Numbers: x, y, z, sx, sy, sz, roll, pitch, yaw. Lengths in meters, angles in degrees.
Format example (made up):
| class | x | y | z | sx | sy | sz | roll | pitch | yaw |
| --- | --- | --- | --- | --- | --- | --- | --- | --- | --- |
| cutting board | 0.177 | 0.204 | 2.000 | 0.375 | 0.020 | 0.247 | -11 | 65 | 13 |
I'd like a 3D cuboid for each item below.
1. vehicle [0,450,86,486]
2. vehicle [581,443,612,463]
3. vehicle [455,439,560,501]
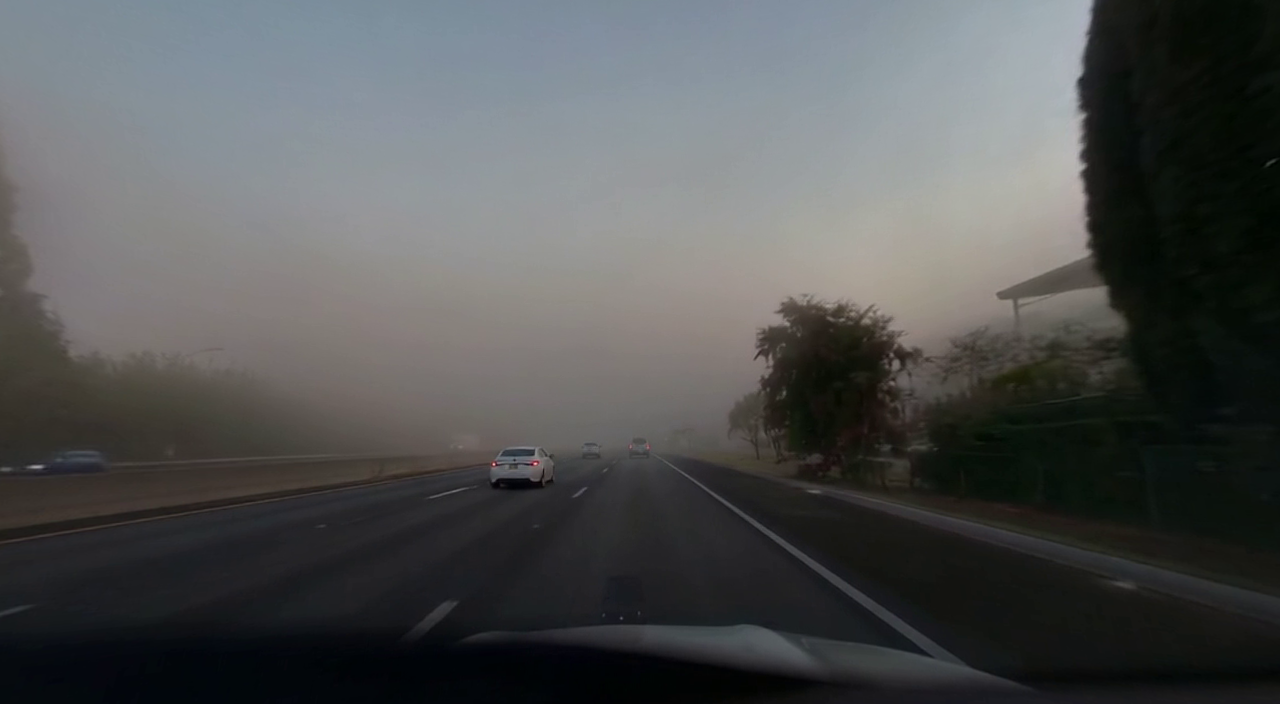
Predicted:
| class | x | y | z | sx | sy | sz | roll | pitch | yaw |
| --- | --- | --- | --- | --- | --- | --- | --- | --- | --- |
| vehicle | -32.377 | 6.073 | 33.385 | 1.906 | 1.695 | 4.579 | 0 | -9 | 1 |
| vehicle | -3.327 | 7.881 | 49.407 | 2.086 | 1.460 | 4.301 | 0 | -9 | 0 |
| vehicle | -3.393 | 3.104 | 17.032 | 1.920 | 1.463 | 4.134 | 0 | -9 | 0 |
